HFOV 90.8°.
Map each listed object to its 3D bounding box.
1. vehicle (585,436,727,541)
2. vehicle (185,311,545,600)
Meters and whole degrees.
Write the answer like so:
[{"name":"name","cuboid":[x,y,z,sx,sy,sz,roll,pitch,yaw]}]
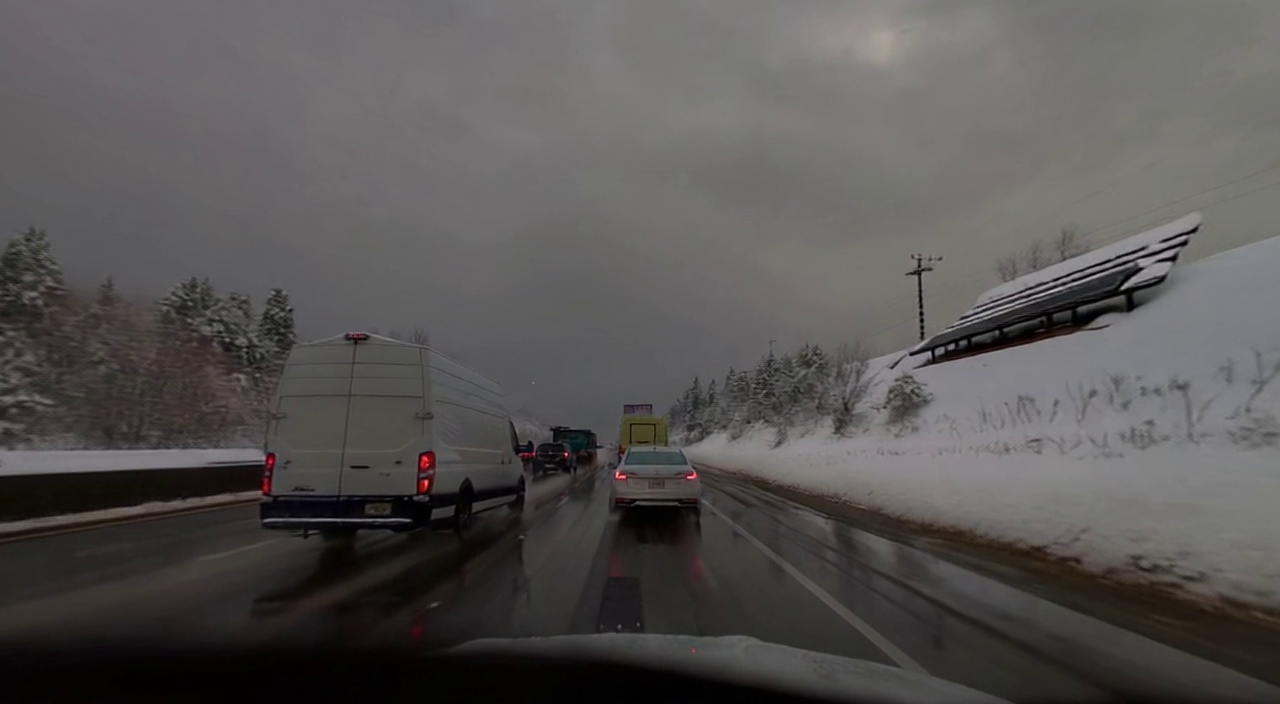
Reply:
[{"name":"vehicle","cuboid":[0.221,2.263,11.006,2.063,1.507,3.488,0,-9,0]},{"name":"vehicle","cuboid":[-3.109,1.470,9.434,2.289,2.757,6.726,0,-9,0]}]
